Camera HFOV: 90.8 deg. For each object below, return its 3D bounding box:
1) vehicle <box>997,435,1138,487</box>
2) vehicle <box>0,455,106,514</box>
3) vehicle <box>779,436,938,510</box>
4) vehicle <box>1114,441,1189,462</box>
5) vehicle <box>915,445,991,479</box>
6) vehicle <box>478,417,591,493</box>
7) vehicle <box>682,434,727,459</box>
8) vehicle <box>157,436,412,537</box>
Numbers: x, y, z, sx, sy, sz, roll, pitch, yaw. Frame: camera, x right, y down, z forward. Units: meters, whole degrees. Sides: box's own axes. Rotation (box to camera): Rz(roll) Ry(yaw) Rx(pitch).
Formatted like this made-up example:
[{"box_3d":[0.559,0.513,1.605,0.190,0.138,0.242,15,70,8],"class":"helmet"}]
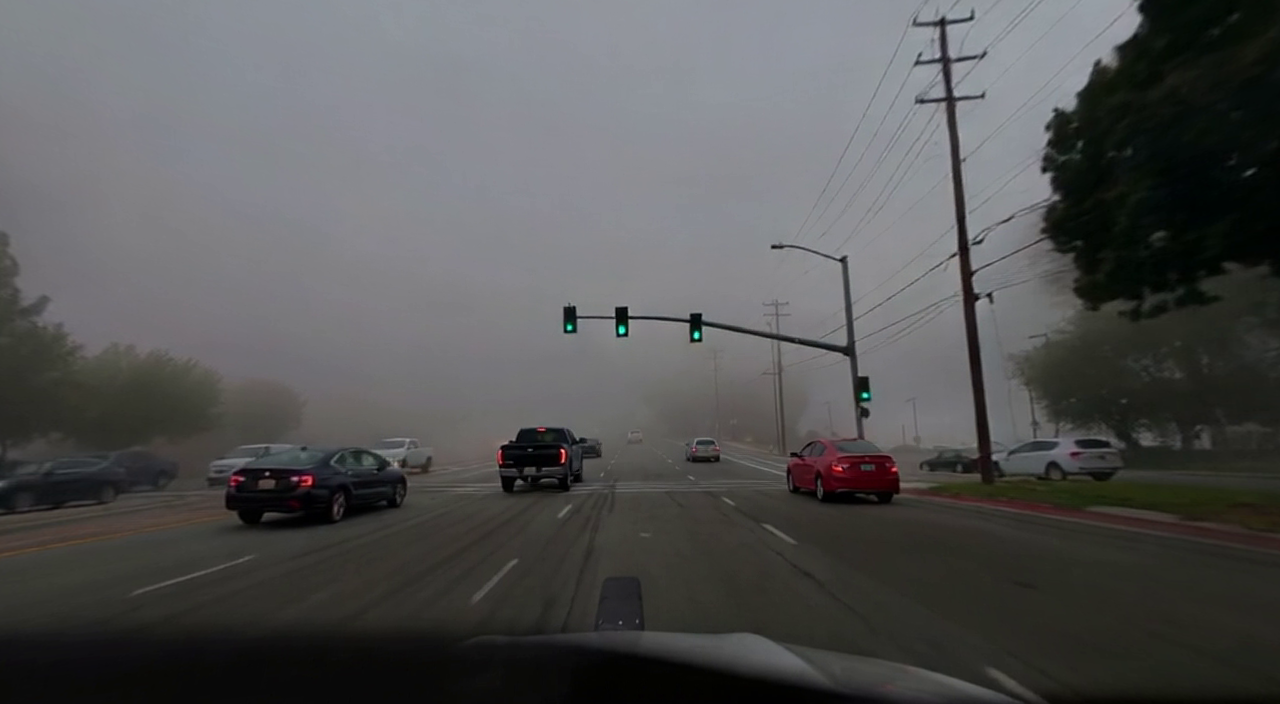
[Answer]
[{"box_3d":[16.531,4.228,24.831,2.044,1.812,4.935,0,-8,0],"class":"vehicle"},{"box_3d":[-17.688,3.658,17.555,1.845,1.465,4.424,0,-8,0],"class":"vehicle"},{"box_3d":[4.810,2.717,14.765,1.840,1.428,4.602,0,-8,-3],"class":"vehicle"},{"box_3d":[35.972,7.014,44.483,3.611,1.424,1.746,-1,-8,2],"class":"vehicle"},{"box_3d":[16.677,5.855,33.966,2.002,1.681,4.507,-1,-8,4],"class":"vehicle"},{"box_3d":[-3.031,3.174,19.796,2.467,1.991,6.089,0,-8,0],"class":"vehicle"},{"box_3d":[3.895,5.787,38.742,2.071,1.435,4.226,0,-8,-3],"class":"vehicle"},{"box_3d":[-6.262,2.394,11.986,2.035,1.497,4.723,0,-8,1],"class":"vehicle"}]
